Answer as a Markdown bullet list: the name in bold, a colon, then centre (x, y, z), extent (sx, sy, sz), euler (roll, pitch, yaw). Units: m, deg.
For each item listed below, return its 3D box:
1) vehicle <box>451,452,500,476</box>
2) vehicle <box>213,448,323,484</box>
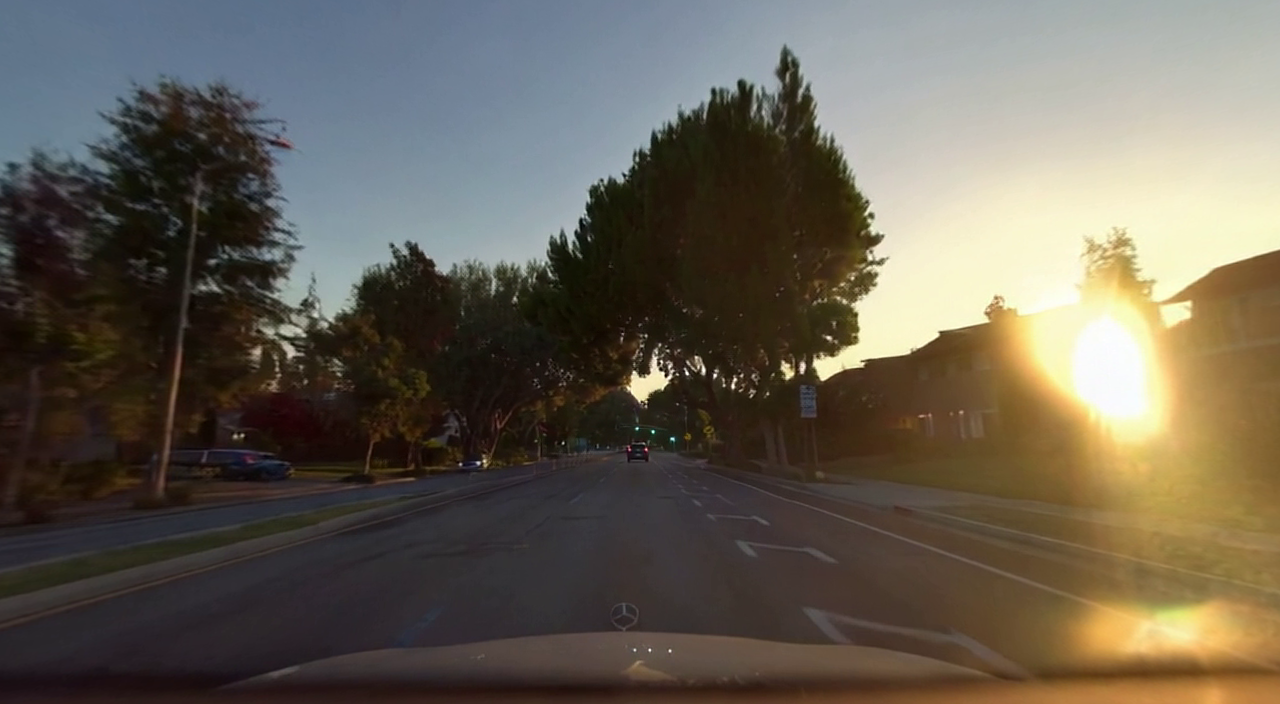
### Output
- **vehicle**: centre (-11.794, 8.070, 45.482), extent (2.150, 1.518, 4.785), euler (-2, -10, 1)
- **vehicle**: centre (-18.890, 5.767, 32.094), extent (4.170, 1.704, 2.174), euler (0, -9, 2)
